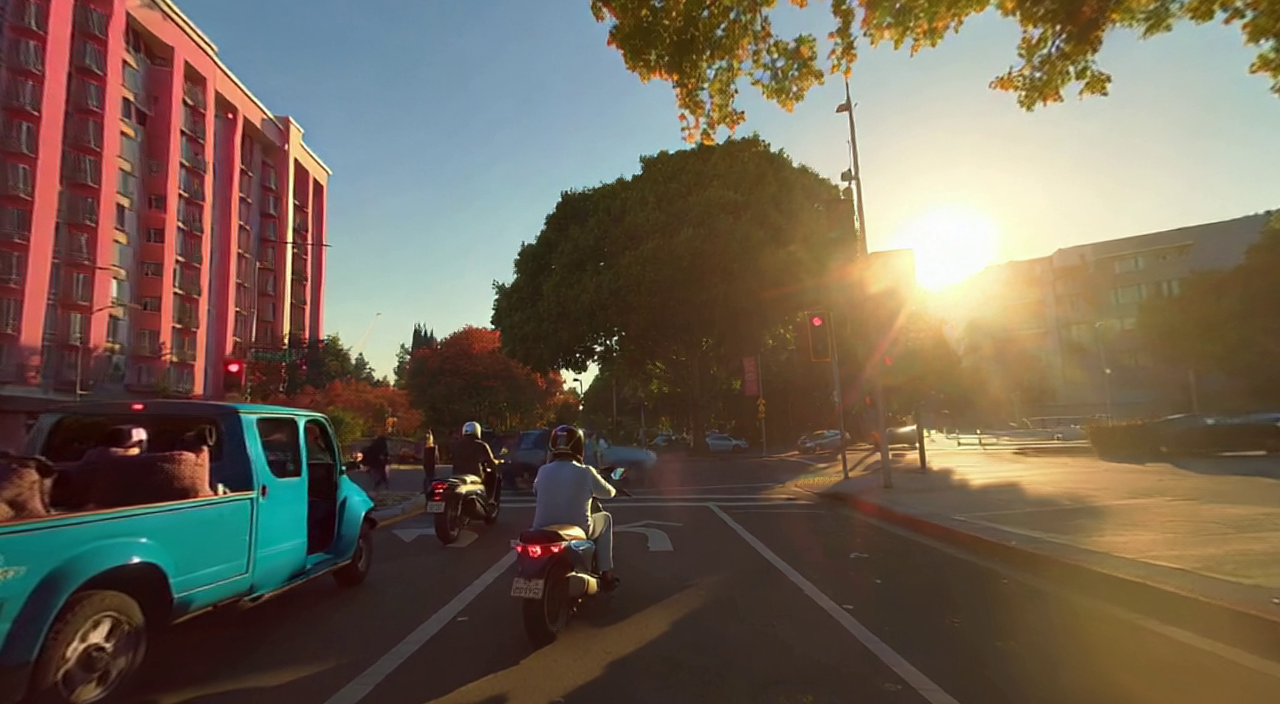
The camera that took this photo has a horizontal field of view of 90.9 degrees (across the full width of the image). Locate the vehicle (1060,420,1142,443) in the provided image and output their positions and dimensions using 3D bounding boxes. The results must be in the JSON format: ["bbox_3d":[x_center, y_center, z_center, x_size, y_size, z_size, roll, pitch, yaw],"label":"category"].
[{"bbox_3d":[30.795,5.333,42.157,1.751,1.420,4.027,8,-12,-43],"label":"vehicle"}]

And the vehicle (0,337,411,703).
[{"bbox_3d":[-3.586,1.156,4.542,2.000,1.809,4.855,0,-9,1],"label":"vehicle"}]

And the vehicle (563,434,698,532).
[{"bbox_3d":[-0.103,2.297,11.621,2.025,1.458,4.085,-1,-9,1],"label":"vehicle"}]

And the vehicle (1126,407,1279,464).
[{"bbox_3d":[20.782,2.982,22.302,2.016,1.840,5.226,7,-11,-41],"label":"vehicle"}]

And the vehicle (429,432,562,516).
[{"bbox_3d":[-3.096,2.706,14.441,1.935,1.615,4.073,-1,-9,2],"label":"vehicle"}]
